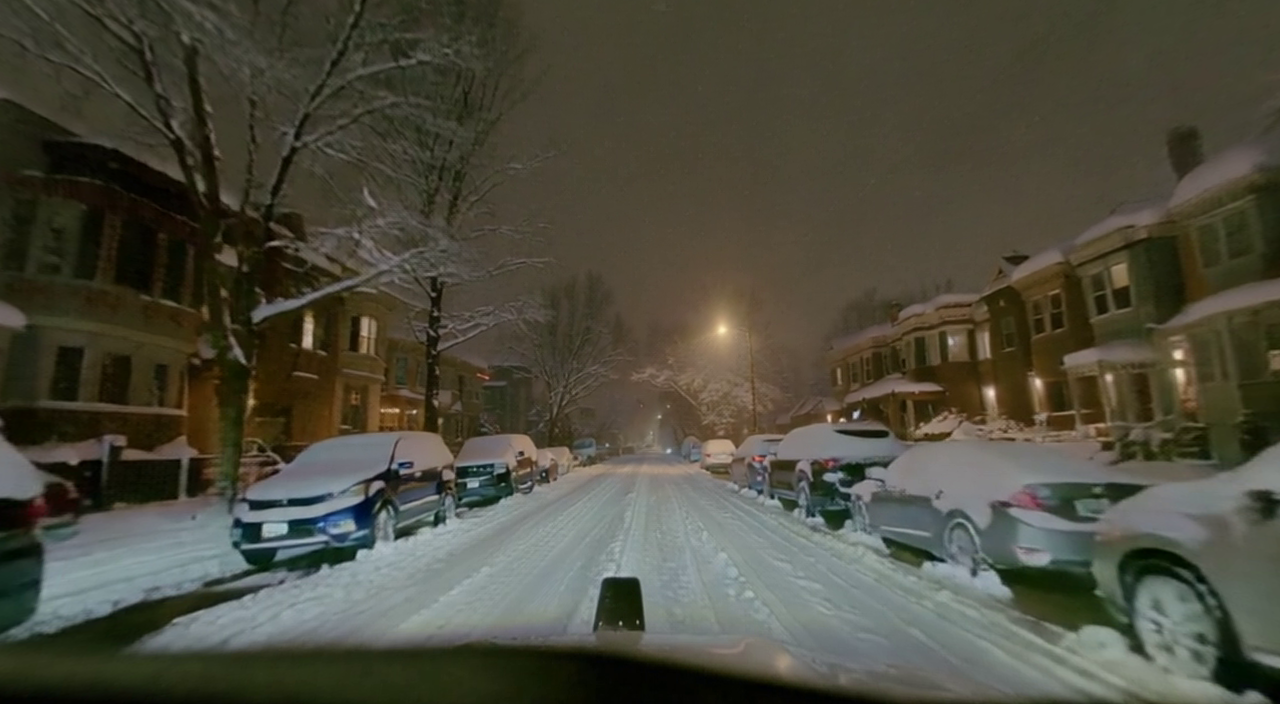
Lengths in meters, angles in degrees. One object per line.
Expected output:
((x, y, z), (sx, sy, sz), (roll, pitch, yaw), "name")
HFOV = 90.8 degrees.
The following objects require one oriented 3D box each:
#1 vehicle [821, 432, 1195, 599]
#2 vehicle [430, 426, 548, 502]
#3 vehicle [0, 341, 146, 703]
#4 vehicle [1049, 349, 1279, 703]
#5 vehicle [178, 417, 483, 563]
((3.880, 1.755, 7.779), (1.808, 1.437, 4.337), (1, -8, -3), "vehicle")
((-4.686, 3.590, 20.750), (2.461, 2.145, 5.415), (0, -8, 1), "vehicle")
((-4.935, 0.756, 1.959), (2.390, 2.123, 5.371), (0, -8, 0), "vehicle")
((3.789, 0.728, 1.931), (1.994, 1.710, 4.699), (0, -8, 1), "vehicle")
((-4.817, 2.241, 11.219), (2.683, 1.923, 5.421), (0, -8, 0), "vehicle")
